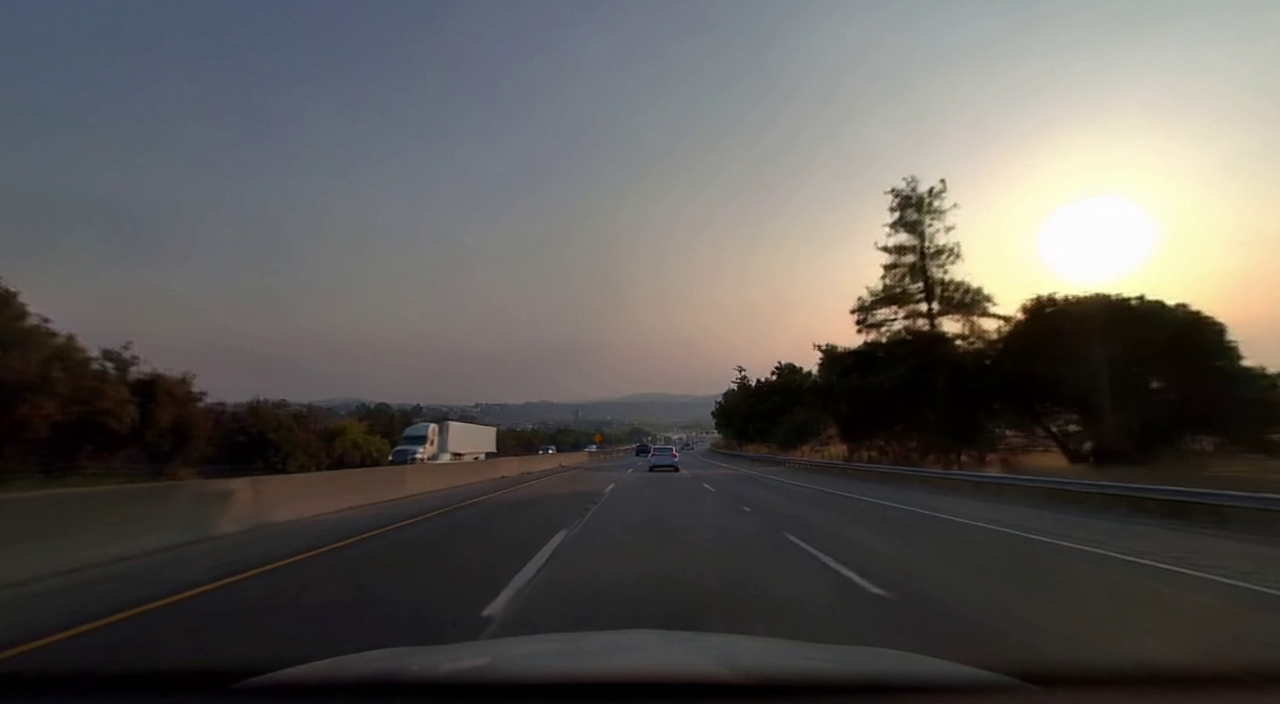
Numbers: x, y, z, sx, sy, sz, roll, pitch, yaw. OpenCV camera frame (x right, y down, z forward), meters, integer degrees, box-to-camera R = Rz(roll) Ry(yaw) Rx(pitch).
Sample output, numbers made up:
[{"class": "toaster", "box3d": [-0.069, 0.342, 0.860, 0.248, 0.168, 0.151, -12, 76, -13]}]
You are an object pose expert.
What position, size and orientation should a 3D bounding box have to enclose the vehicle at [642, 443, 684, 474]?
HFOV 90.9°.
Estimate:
[{"class": "vehicle", "box3d": [1.265, 6.125, 36.489, 2.231, 1.652, 4.503, 0, -9, 1]}]
